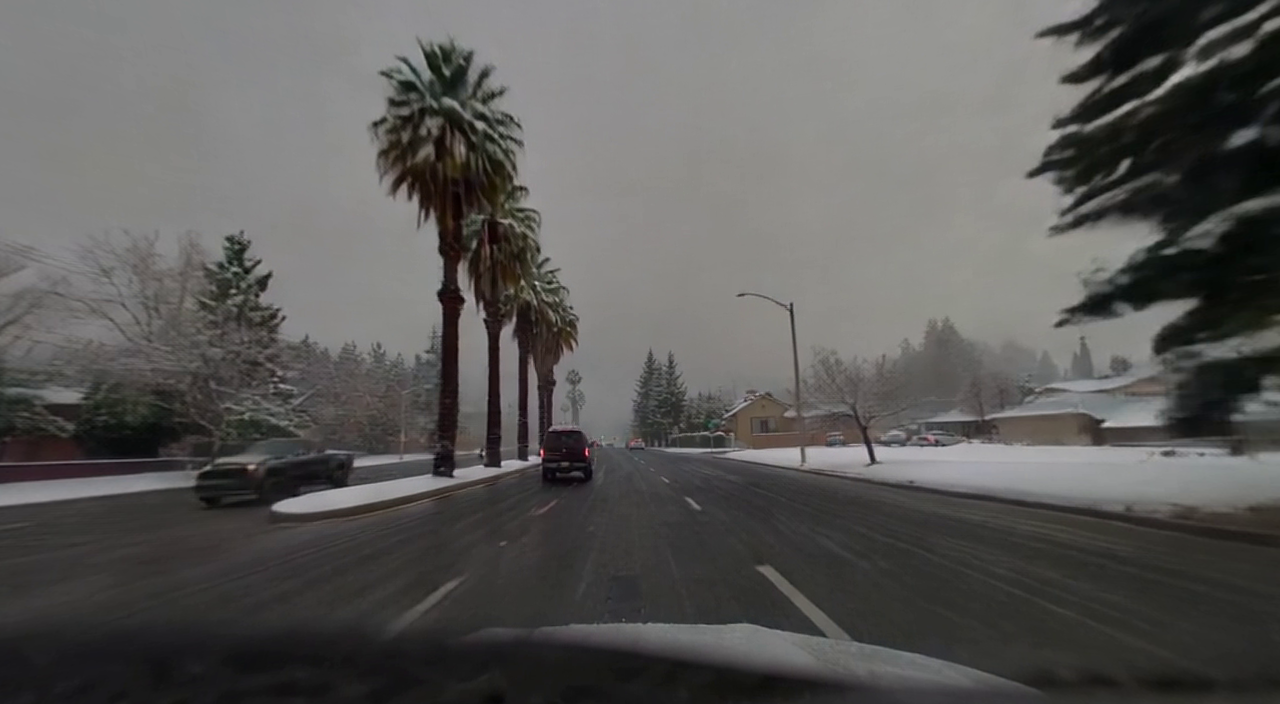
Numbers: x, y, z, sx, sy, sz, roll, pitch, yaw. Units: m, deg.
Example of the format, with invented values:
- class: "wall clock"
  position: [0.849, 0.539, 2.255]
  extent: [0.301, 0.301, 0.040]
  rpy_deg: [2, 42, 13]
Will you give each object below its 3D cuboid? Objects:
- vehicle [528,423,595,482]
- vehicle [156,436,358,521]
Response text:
- class: "vehicle"
  position: [-3.203, 4.249, 26.742]
  extent: [2.507, 2.161, 6.049]
  rpy_deg: [1, -9, -5]
- class: "vehicle"
  position: [-8.792, 2.915, 15.035]
  extent: [2.114, 1.698, 4.415]
  rpy_deg: [0, -9, -2]
